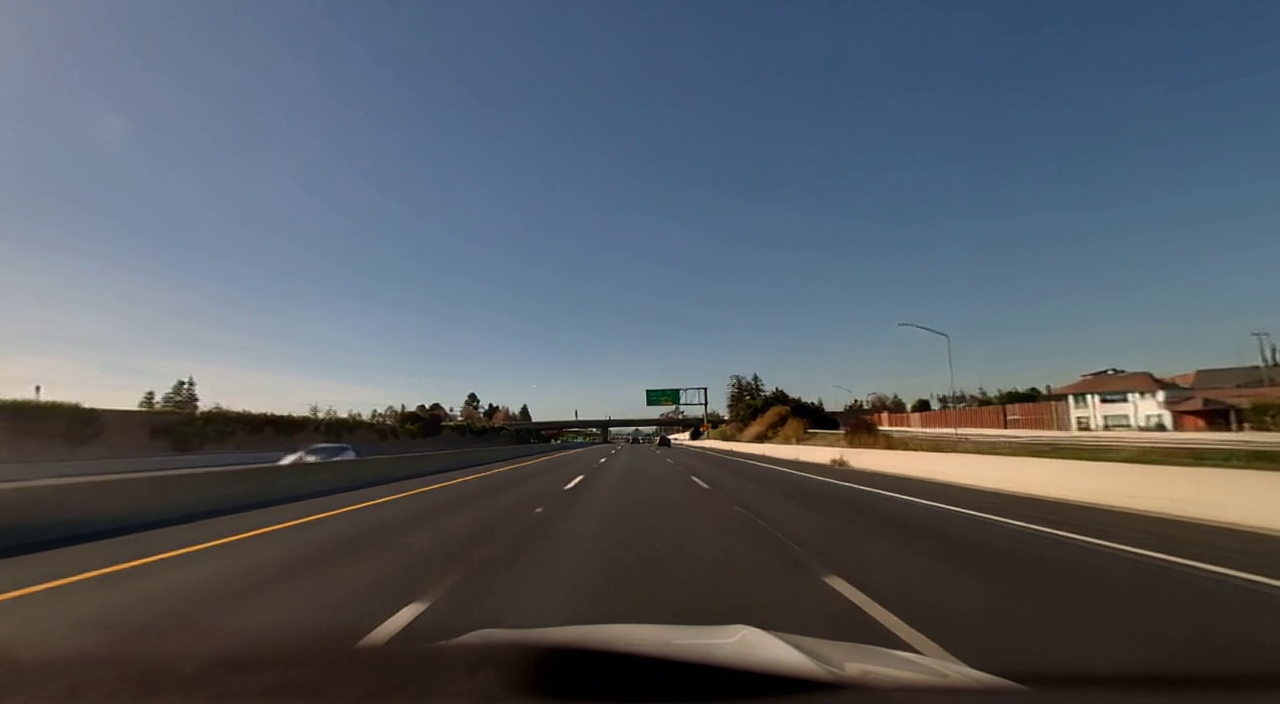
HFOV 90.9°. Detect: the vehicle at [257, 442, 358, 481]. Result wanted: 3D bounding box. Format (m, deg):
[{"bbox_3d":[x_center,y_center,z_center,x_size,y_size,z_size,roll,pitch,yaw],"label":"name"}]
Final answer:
[{"bbox_3d":[-15.003,4.937,28.827,2.144,1.510,4.891,1,-7,-3],"label":"vehicle"}]
